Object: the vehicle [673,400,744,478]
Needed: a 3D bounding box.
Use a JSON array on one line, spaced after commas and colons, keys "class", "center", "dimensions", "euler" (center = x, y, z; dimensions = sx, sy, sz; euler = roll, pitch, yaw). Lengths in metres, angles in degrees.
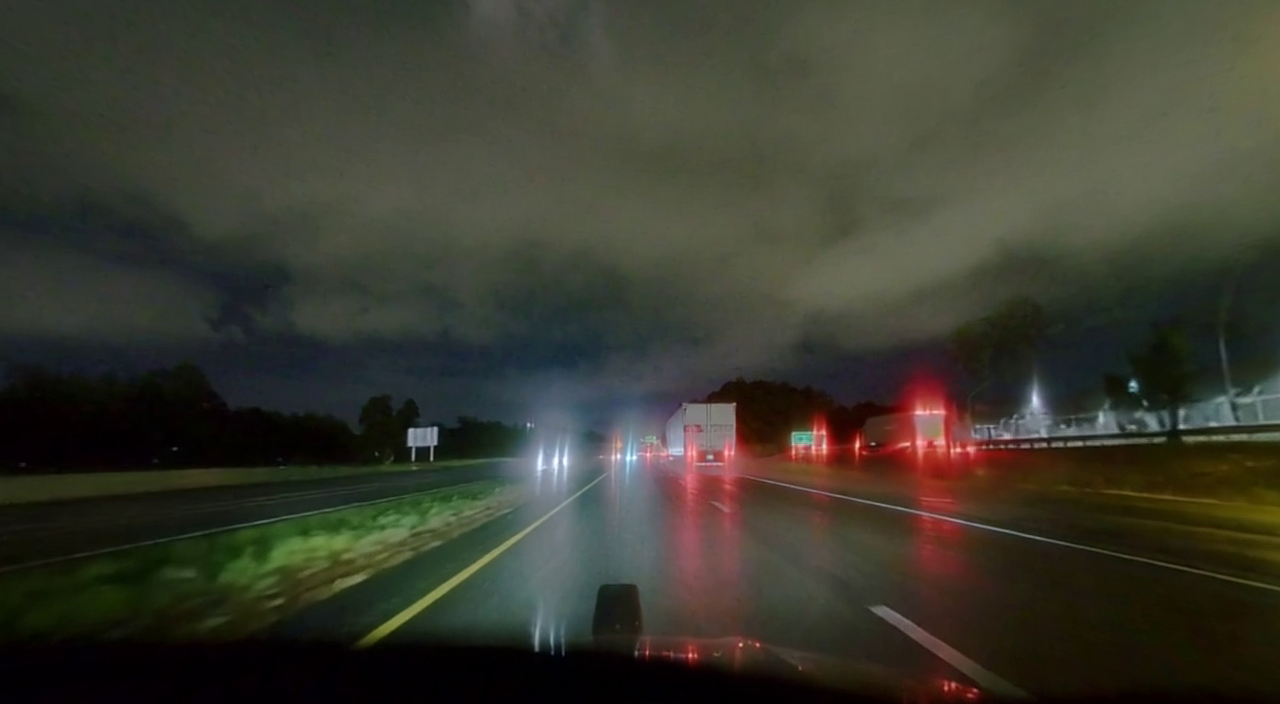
[{"class": "vehicle", "center": [3.996, 5.598, 39.935], "dimensions": [3.185, 4.154, 12.638], "euler": [0, -9, 1]}]
